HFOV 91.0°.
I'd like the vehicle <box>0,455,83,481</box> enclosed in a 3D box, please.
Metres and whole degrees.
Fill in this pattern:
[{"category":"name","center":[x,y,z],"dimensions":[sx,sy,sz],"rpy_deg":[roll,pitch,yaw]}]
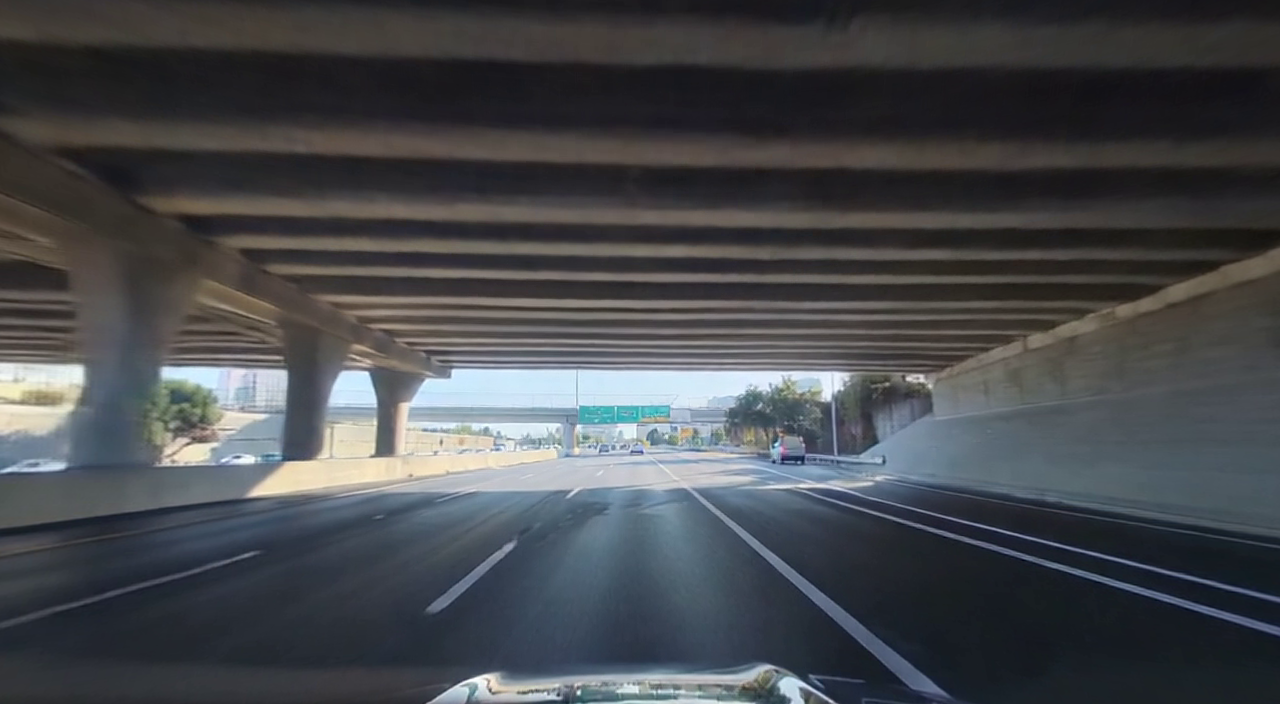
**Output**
[{"category":"vehicle","center":[-44.672,8.490,46.308],"dimensions":[1.940,1.679,5.946],"rpy_deg":[0,-9,0]}]
